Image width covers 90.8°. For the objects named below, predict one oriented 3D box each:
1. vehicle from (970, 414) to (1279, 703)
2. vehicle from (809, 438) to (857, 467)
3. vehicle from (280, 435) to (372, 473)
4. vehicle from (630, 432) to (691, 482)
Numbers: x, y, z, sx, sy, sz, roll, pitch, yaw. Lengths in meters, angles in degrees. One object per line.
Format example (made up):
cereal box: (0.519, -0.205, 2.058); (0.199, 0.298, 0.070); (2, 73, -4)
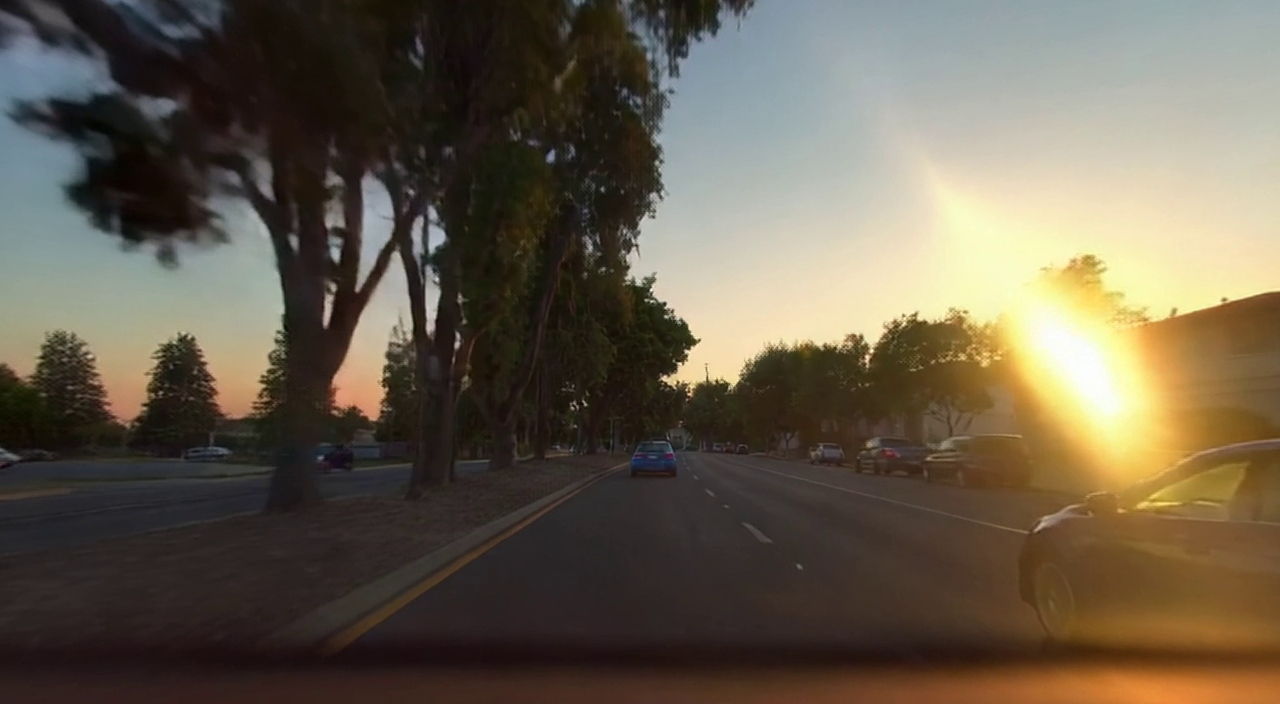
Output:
vehicle: (3.718, 1.025, 3.025); (1.918, 1.418, 4.360); (0, -8, 0)
vehicle: (12.652, 6.612, 41.758); (2.039, 1.826, 4.704); (-1, -8, 5)
vehicle: (-15.668, 5.097, 31.858); (2.290, 1.758, 4.900); (0, -8, -3)
vehicle: (0.735, 3.887, 23.691); (2.085, 1.693, 4.301); (0, -8, 1)
